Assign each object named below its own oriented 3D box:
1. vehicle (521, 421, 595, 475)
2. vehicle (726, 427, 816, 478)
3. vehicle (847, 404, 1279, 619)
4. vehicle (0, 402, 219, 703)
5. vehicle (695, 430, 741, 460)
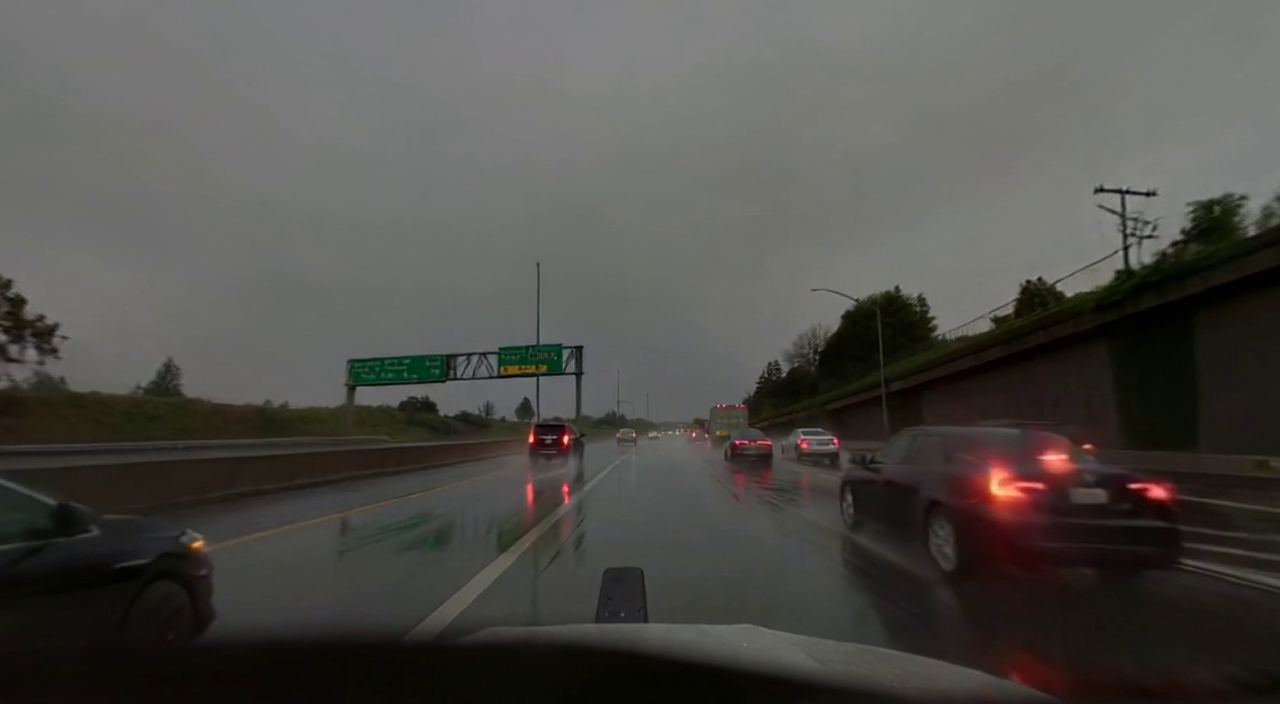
[{"bbox_3d":[-2.873,3.471,22.991,2.006,1.741,4.277,-1,-8,2],"label":"vehicle"},{"bbox_3d":[4.231,3.342,21.193,1.999,1.482,4.743,-1,-8,0],"label":"vehicle"},{"bbox_3d":[4.035,1.447,6.767,2.088,1.491,4.549,-1,-8,0],"label":"vehicle"},{"bbox_3d":[-3.649,0.831,1.726,1.914,1.476,4.416,-1,-8,1],"label":"vehicle"},{"bbox_3d":[4.166,5.060,34.367,1.933,1.492,4.125,-1,-8,0],"label":"vehicle"}]
